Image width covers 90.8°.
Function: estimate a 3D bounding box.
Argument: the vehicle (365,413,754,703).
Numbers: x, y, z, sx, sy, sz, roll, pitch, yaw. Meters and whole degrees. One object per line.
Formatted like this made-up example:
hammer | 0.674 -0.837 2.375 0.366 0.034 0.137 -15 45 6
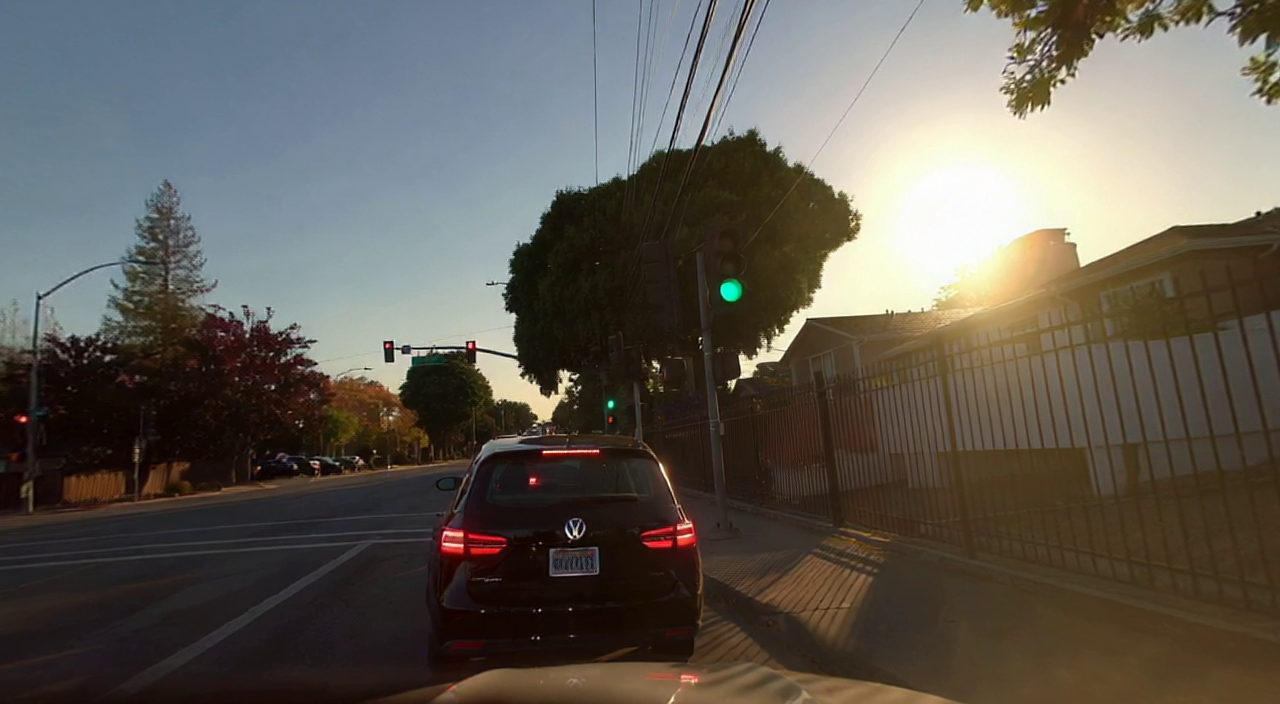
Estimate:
vehicle | -0.665 1.359 5.229 2.024 1.502 3.702 1 -9 -9
